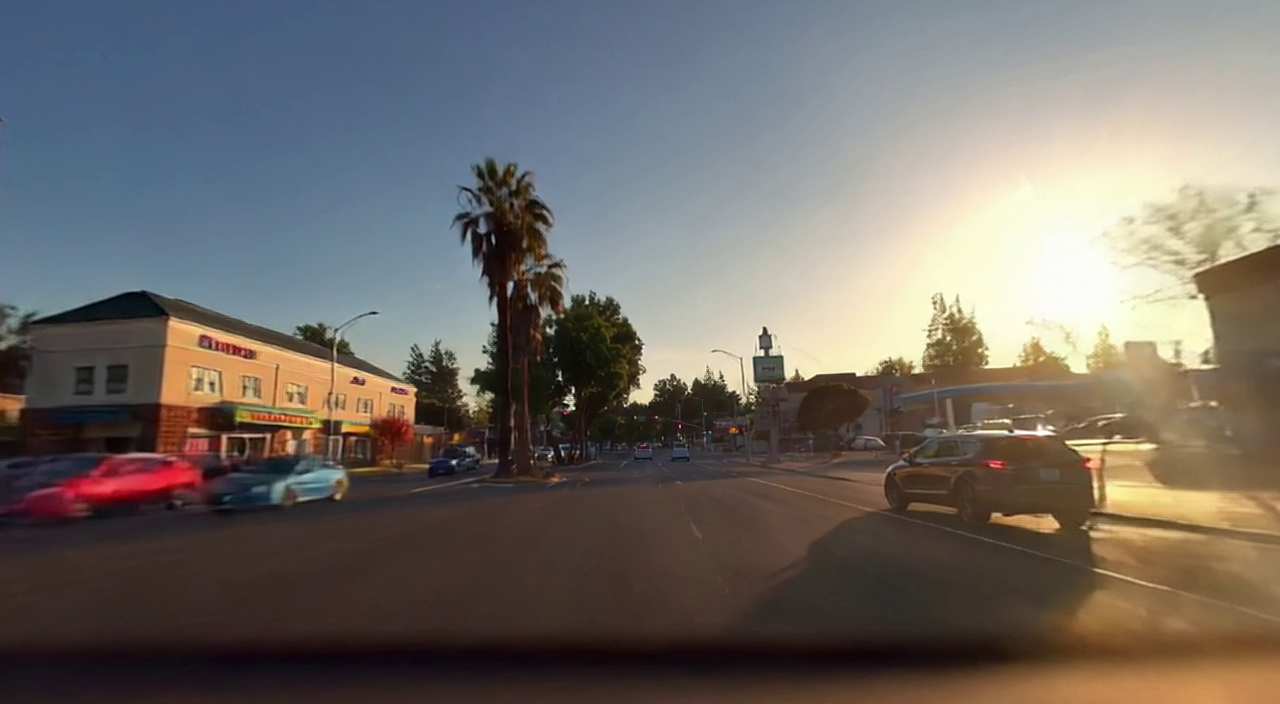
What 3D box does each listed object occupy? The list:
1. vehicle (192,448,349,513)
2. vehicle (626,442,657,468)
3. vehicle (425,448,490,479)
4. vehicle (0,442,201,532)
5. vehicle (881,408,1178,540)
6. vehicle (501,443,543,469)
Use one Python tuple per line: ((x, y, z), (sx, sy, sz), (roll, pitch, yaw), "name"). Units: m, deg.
((-9.246, 3.204, 16.228), (1.806, 1.444, 3.606), (-1, -9, 1), "vehicle")
((0.107, 7.398, 45.581), (2.177, 1.754, 3.815), (0, -9, 0), "vehicle")
((-9.419, 5.754, 33.050), (1.931, 1.479, 4.555), (-1, -9, 1), "vehicle")
((-12.699, 2.963, 14.535), (2.082, 1.720, 4.316), (0, -9, 0), "vehicle")
((6.352, 2.066, 11.275), (2.066, 1.807, 4.893), (0, -9, -1), "vehicle")
((-9.043, 8.006, 48.899), (2.169, 1.910, 4.745), (-1, -9, 2), "vehicle")
